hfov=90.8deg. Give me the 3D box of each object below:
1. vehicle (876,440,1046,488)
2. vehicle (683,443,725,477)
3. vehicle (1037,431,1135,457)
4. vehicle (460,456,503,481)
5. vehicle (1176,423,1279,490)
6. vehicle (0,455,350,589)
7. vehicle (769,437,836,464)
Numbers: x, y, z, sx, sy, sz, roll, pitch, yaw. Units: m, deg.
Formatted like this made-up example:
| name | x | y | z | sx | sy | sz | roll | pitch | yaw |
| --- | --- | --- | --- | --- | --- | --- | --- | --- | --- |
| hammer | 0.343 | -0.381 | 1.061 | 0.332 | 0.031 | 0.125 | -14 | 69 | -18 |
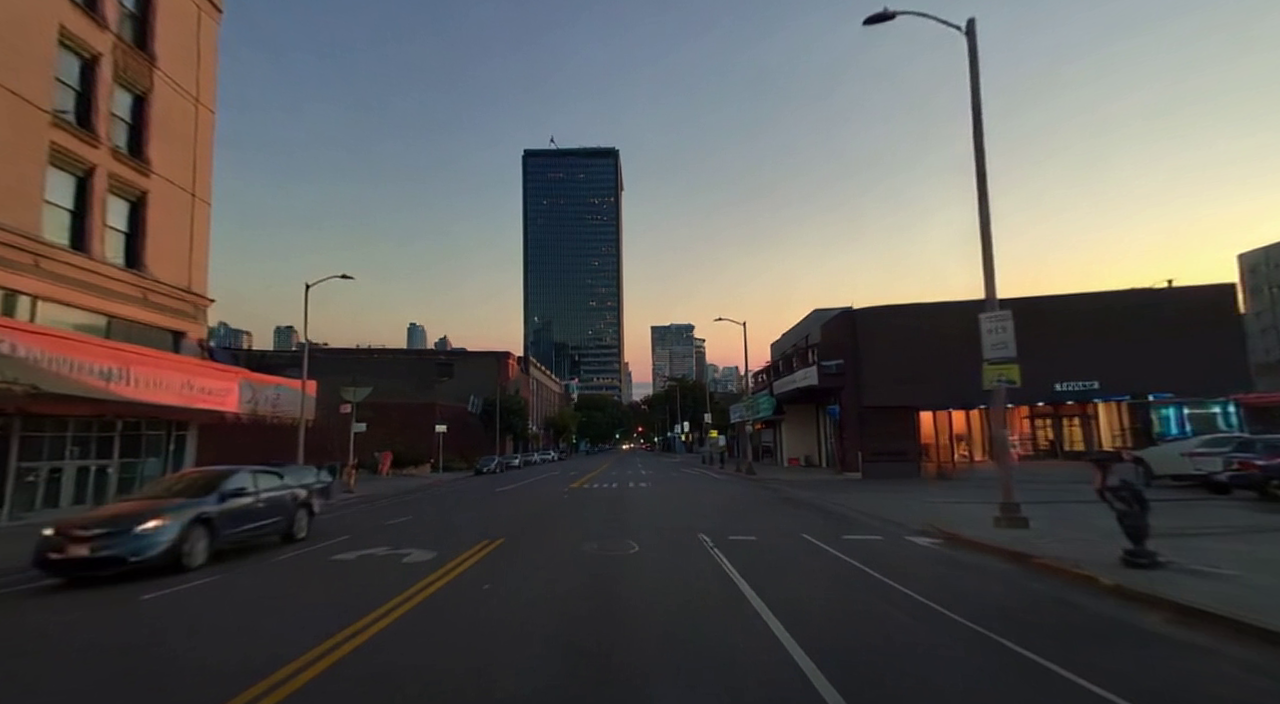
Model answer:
| name | x | y | z | sx | sy | sz | roll | pitch | yaw |
| --- | --- | --- | --- | --- | --- | --- | --- | --- | --- |
| vehicle | 10.644 | 3.716 | 21.196 | 4.611 | 1.494 | 1.982 | 0 | -9 | -4 |
| vehicle | 3.642 | 6.269 | 37.006 | 2.118 | 1.779 | 5.121 | -1 | -8 | 2 |
| vehicle | 27.071 | 5.591 | 38.428 | 4.472 | 1.500 | 1.837 | -1 | -8 | 2 |
| vehicle | -11.212 | 8.258 | 45.042 | 2.018 | 1.553 | 4.407 | 0 | -8 | -1 |
| vehicle | 15.907 | 2.486 | 15.182 | 4.301 | 1.502 | 1.844 | 0 | -8 | 0 |
| vehicle | -6.547 | 2.373 | 9.764 | 1.962 | 1.475 | 4.580 | 0 | -8 | 0 |
| vehicle | 12.614 | 7.655 | 49.160 | 4.629 | 1.706 | 1.915 | -3 | -6 | -1 |
